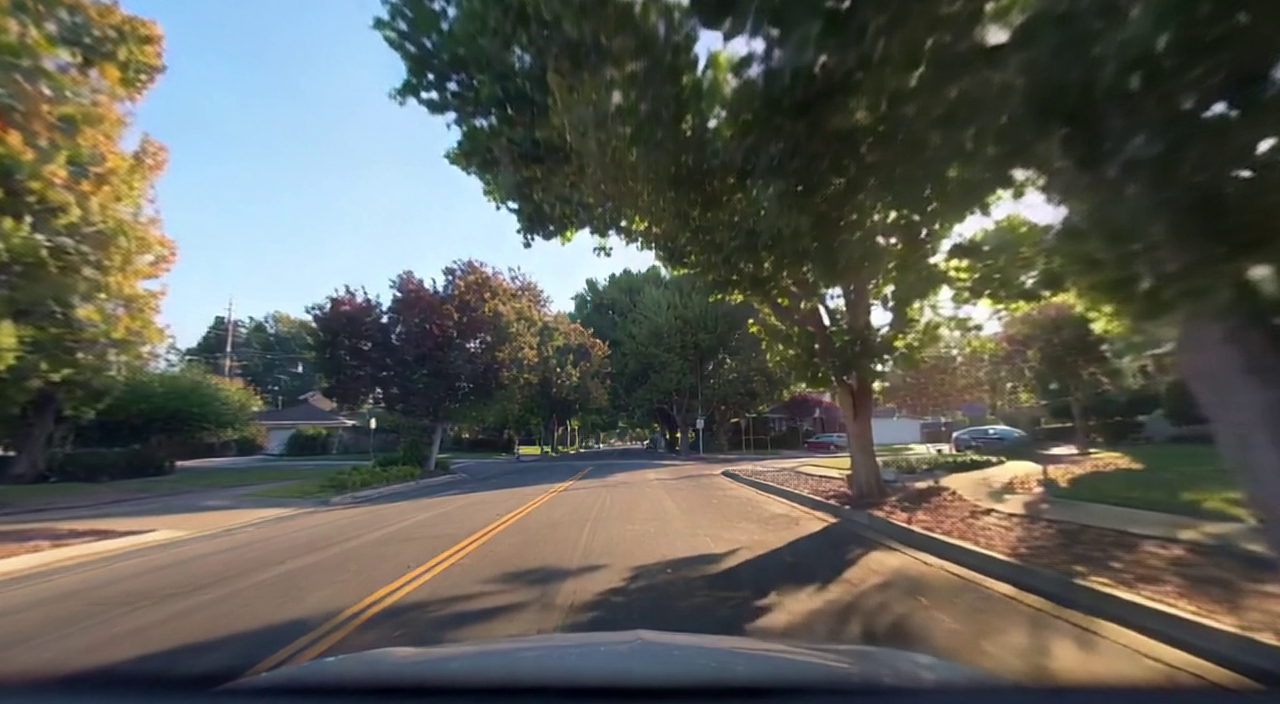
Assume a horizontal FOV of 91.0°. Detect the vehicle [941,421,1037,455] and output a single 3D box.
[{"bbox_3d":[16.397,4.116,29.918,1.783,1.431,4.757,0,-8,-1],"label":"vehicle"}]
